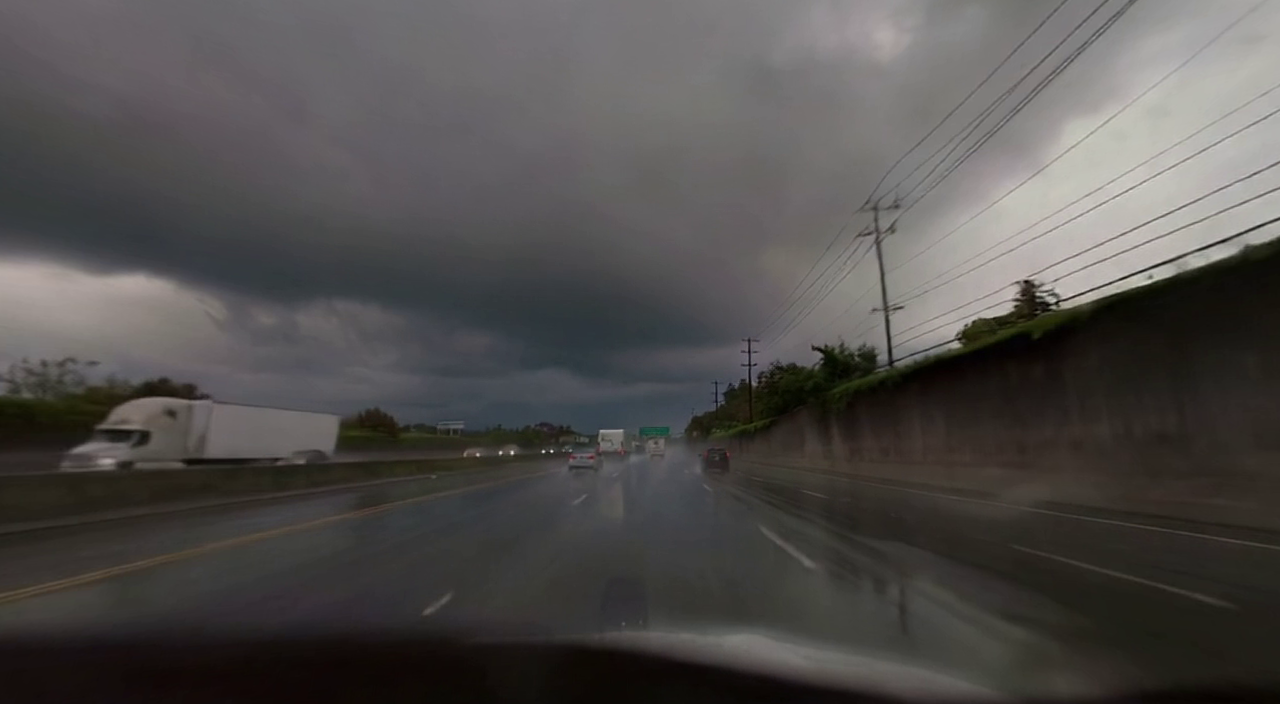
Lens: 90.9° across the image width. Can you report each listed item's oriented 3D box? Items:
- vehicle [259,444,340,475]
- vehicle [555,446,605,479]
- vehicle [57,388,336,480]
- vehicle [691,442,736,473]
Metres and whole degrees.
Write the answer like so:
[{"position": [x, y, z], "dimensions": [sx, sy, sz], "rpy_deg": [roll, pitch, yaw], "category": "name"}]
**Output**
[{"position": [-18.628, 5.890, 34.736], "dimensions": [1.958, 1.579, 4.347], "rpy_deg": [0, -9, 1], "category": "vehicle"}, {"position": [-2.935, 5.515, 31.685], "dimensions": [2.004, 1.498, 4.043], "rpy_deg": [0, -9, 1], "category": "vehicle"}, {"position": [-23.181, 4.853, 35.634], "dimensions": [3.266, 3.945, 16.906], "rpy_deg": [0, -9, 1], "category": "vehicle"}, {"position": [4.442, 6.482, 38.884], "dimensions": [2.214, 1.799, 4.627], "rpy_deg": [0, -9, 0], "category": "vehicle"}]
